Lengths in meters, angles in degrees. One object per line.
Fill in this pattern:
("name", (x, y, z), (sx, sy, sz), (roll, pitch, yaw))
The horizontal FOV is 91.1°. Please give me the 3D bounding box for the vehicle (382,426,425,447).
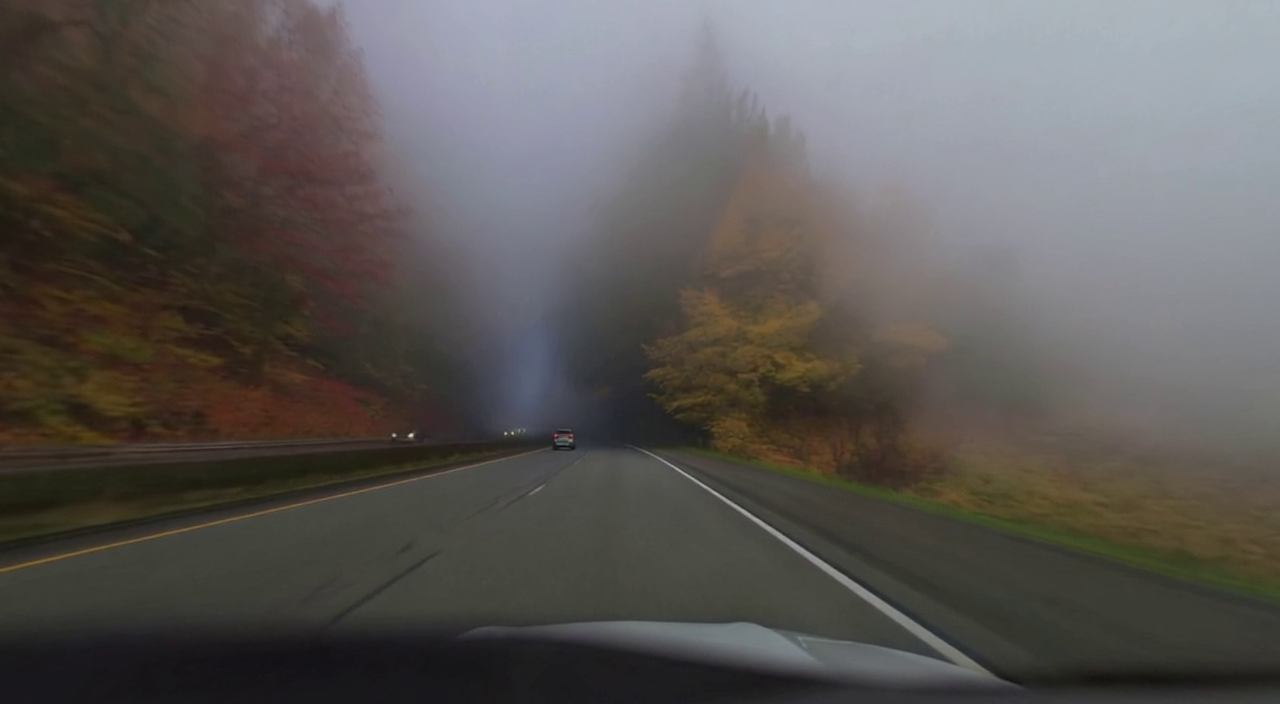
("vehicle", (-18.624, 6.680, 49.674), (1.890, 1.570, 4.318), (0, -8, -2))
